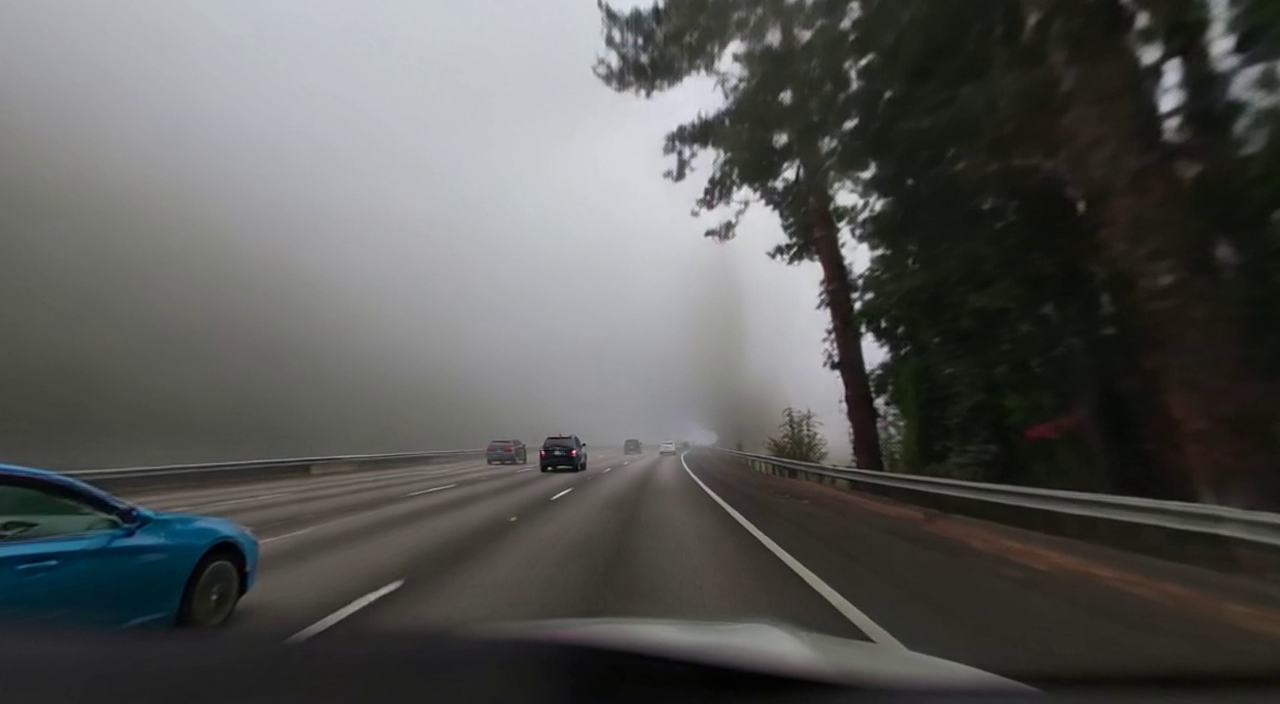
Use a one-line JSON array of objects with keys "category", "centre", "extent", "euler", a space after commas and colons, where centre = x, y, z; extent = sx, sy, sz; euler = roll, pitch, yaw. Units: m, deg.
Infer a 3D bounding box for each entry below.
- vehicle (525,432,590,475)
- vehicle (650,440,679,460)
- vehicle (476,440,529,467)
[{"category": "vehicle", "centre": [-3.519, 4.442, 27.841], "extent": [2.071, 1.716, 4.363], "euler": [0, -8, 3]}, {"category": "vehicle", "centre": [1.929, 7.610, 49.224], "extent": [2.113, 1.464, 4.073], "euler": [-1, -8, 4]}, {"category": "vehicle", "centre": [-7.642, 5.687, 35.455], "extent": [1.883, 1.411, 4.053], "euler": [0, -8, 3]}]
